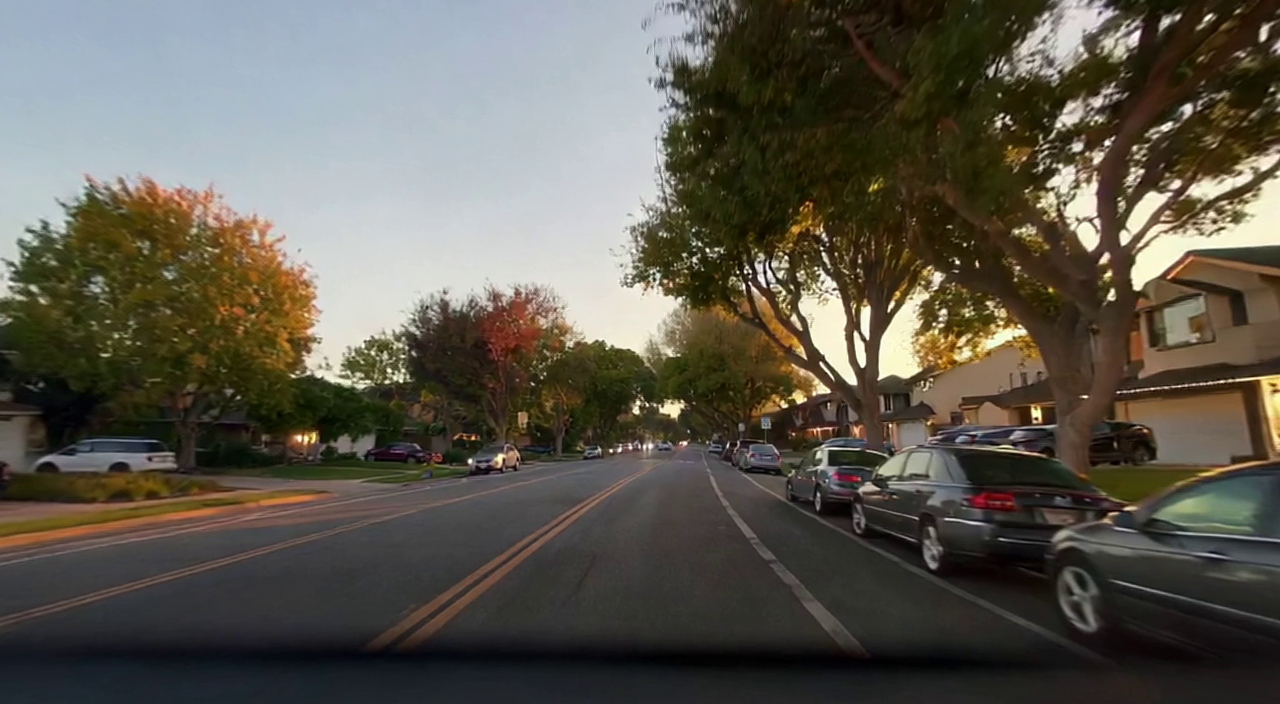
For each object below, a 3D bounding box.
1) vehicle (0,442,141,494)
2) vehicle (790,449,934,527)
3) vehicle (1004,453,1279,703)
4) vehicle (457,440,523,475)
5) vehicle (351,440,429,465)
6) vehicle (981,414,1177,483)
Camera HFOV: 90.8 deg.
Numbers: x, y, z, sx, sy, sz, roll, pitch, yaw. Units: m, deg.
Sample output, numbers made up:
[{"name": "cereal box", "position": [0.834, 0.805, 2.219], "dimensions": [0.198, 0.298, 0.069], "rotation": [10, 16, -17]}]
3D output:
[{"name": "vehicle", "position": [-18.543, 3.597, 19.795], "dimensions": [4.245, 1.512, 1.957], "rotation": [0, -8, 5]}, {"name": "vehicle", "position": [4.664, 2.875, 14.012], "dimensions": [1.911, 1.395, 4.362], "rotation": [0, -8, 4]}, {"name": "vehicle", "position": [4.271, 1.310, 3.394], "dimensions": [1.925, 1.445, 4.554], "rotation": [0, -8, 0]}, {"name": "vehicle", "position": [-8.362, 5.961, 35.778], "dimensions": [2.093, 1.767, 5.120], "rotation": [-2, -9, 5]}, {"name": "vehicle", "position": [-17.085, 6.876, 43.334], "dimensions": [4.509, 1.698, 1.890], "rotation": [-1, -8, 6]}, {"name": "vehicle", "position": [14.451, 3.223, 21.107], "dimensions": [4.704, 1.942, 2.207], "rotation": [-3, -9, 4]}]
